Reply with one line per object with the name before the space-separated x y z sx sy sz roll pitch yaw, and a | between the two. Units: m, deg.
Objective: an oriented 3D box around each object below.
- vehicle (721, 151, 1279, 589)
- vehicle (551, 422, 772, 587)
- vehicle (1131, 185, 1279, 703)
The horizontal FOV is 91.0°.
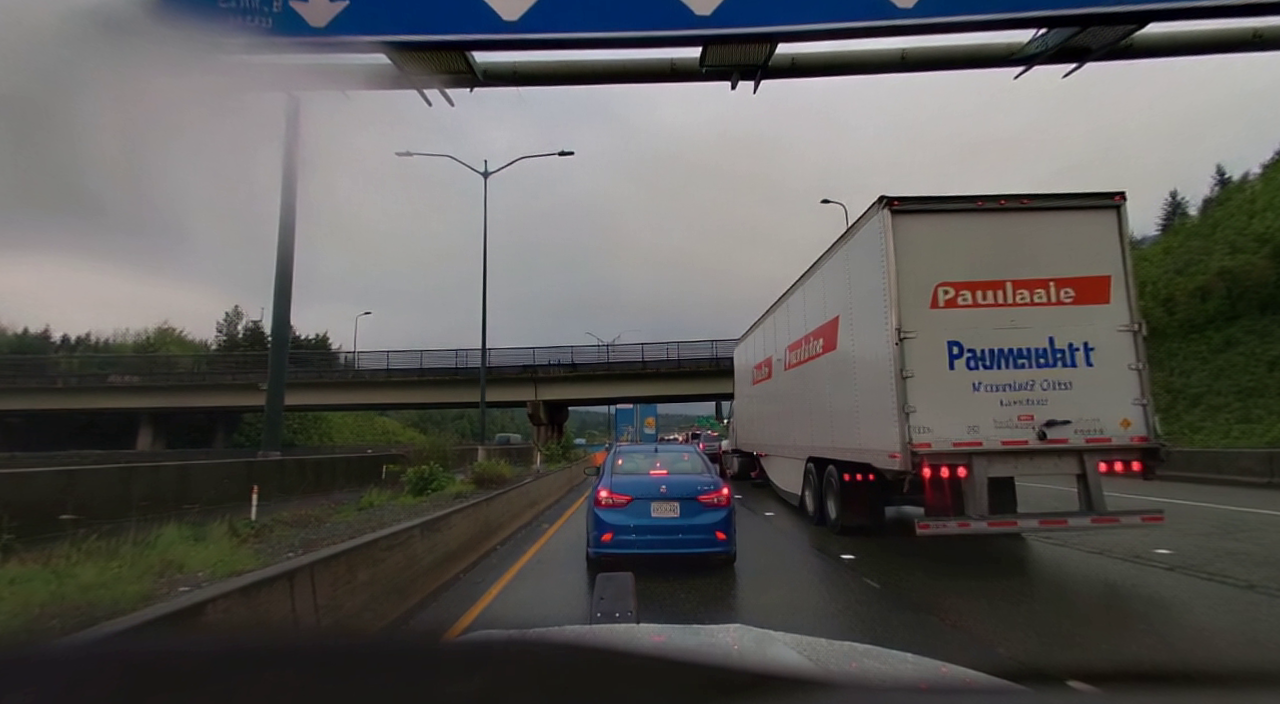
vehicle | 4.193 1.062 12.938 2.827 4.081 14.305 0 -8 -1
vehicle | 0.183 1.674 7.697 2.045 1.490 3.597 -1 -8 0
vehicle | 4.731 0.111 0.640 2.892 2.615 6.650 0 -8 -2
